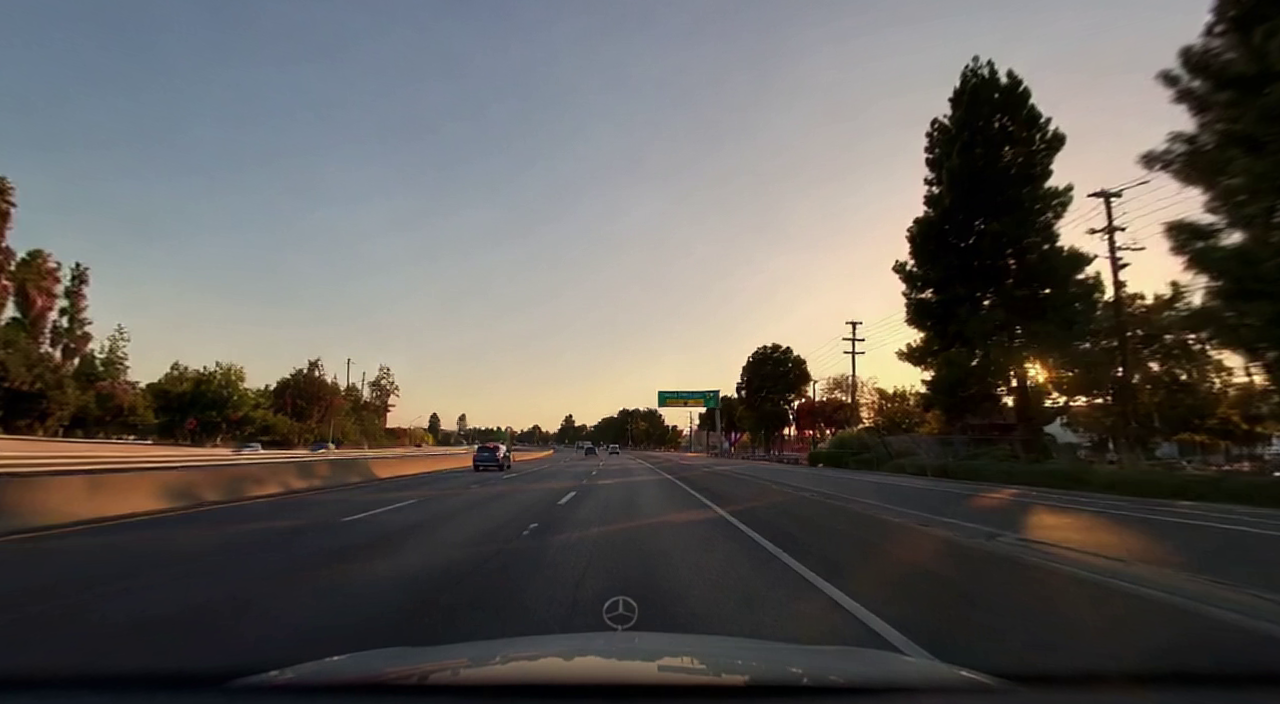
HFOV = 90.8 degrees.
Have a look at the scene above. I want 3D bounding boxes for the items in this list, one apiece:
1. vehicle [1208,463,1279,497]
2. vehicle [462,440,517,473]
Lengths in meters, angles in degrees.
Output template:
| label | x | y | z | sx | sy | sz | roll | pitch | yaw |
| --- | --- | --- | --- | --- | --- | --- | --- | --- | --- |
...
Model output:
| label | x | y | z | sx | sy | sz | roll | pitch | yaw |
| --- | --- | --- | --- | --- | --- | --- | --- | --- | --- |
| vehicle | 40.521 | 8.218 | 40.643 | 2.161 | 1.950 | 5.677 | 1 | -9 | -8 |
| vehicle | -8.263 | 5.766 | 35.056 | 2.053 | 1.682 | 4.423 | 0 | -8 | -1 |
